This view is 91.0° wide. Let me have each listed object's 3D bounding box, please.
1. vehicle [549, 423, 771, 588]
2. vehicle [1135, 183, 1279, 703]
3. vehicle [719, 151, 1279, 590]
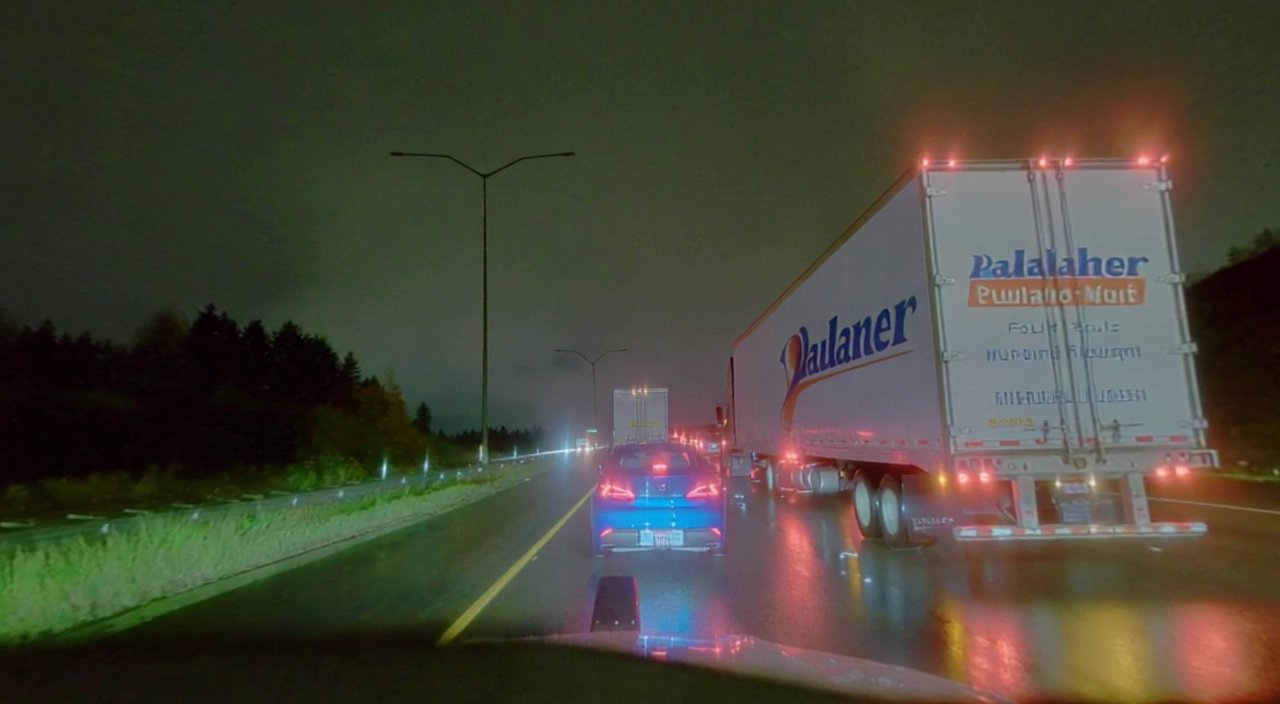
[{"bbox_3d":[0.172,1.674,7.681,2.045,1.490,3.597,-1,-8,0],"label":"vehicle"},{"bbox_3d":[4.733,0.101,0.608,2.892,2.615,6.650,0,-8,-2],"label":"vehicle"},{"bbox_3d":[4.183,1.066,12.937,2.827,4.081,14.305,0,-8,-2],"label":"vehicle"}]
